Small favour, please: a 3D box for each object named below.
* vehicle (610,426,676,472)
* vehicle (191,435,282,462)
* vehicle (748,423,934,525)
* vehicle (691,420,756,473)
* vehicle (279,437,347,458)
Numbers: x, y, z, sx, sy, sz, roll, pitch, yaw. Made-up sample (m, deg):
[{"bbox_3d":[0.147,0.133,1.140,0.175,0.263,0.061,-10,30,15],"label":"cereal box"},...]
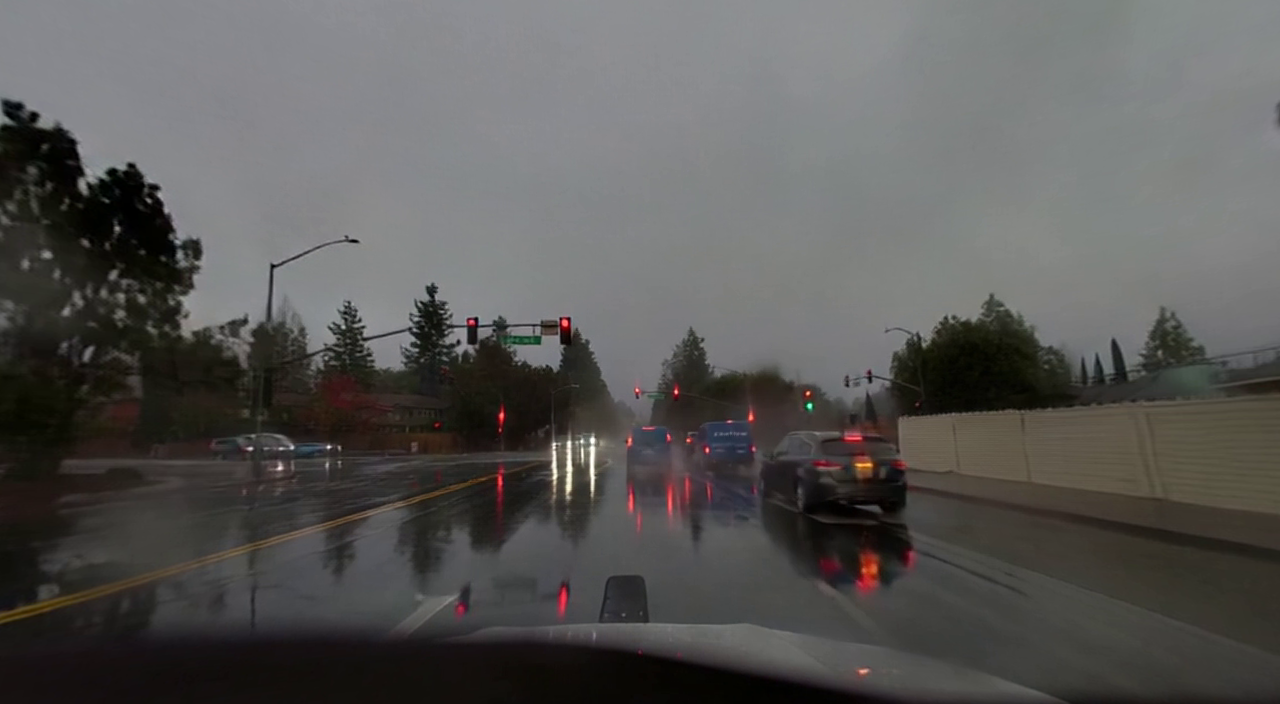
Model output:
[{"bbox_3d":[0.157,3.745,24.345,2.321,1.624,4.367,0,-9,1],"label":"vehicle"},{"bbox_3d":[-28.035,6.709,43.741,4.757,1.841,2.121,1,-9,-7],"label":"vehicle"},{"bbox_3d":[3.414,2.178,11.745,1.934,1.506,4.544,0,-9,-1],"label":"vehicle"},{"bbox_3d":[3.250,3.796,25.298,2.059,1.924,4.257,0,-9,0],"label":"vehicle"},{"bbox_3d":[-24.931,7.294,47.939,4.073,1.603,1.920,1,-9,-8],"label":"vehicle"}]
